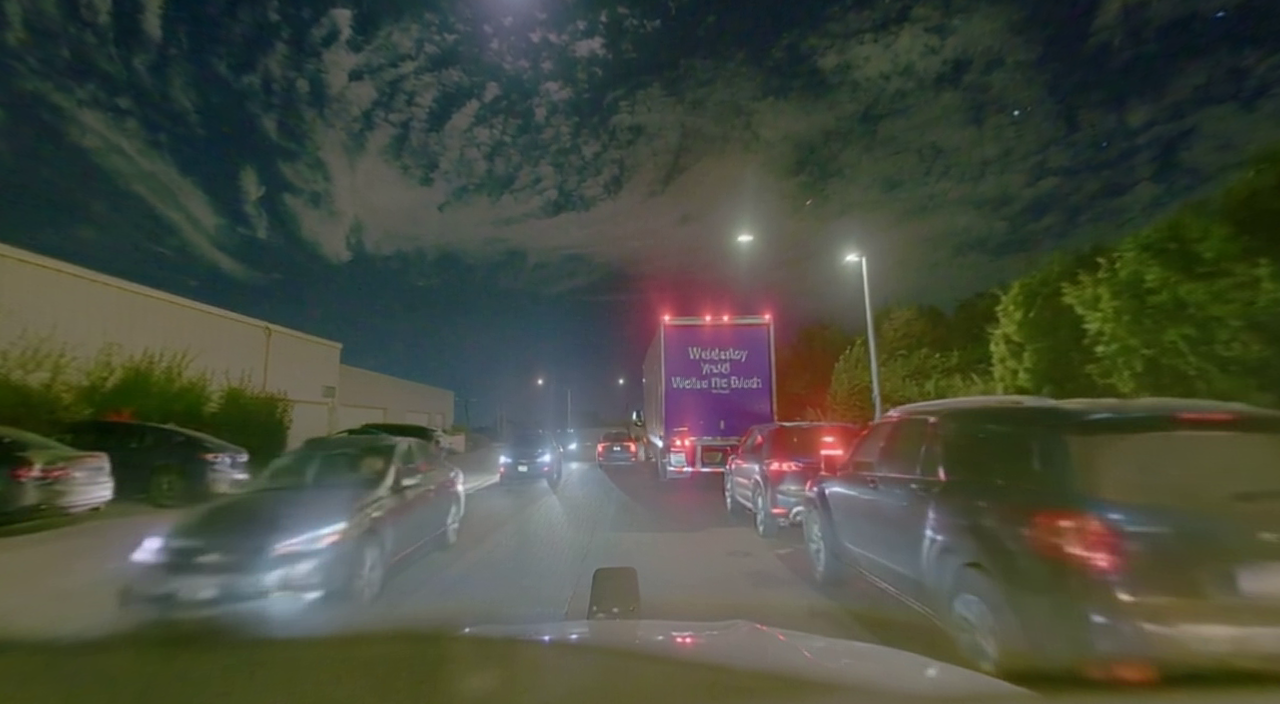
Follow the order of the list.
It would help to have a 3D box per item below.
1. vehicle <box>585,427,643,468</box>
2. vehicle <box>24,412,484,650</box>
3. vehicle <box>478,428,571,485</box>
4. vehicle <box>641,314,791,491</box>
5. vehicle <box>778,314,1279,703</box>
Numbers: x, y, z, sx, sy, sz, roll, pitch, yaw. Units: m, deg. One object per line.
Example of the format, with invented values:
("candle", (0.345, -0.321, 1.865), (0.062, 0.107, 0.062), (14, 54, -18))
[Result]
("vehicle", (-0.972, 3.818, 25.306), (2.160, 1.498, 3.909), (0, -8, 0))
("vehicle", (-2.942, 1.408, 6.064), (1.989, 1.481, 4.008), (0, -8, -2))
("vehicle", (-3.331, 3.097, 19.070), (2.033, 1.508, 4.298), (0, -8, -1))
("vehicle", (1.760, 2.124, 21.888), (2.865, 4.113, 14.471), (0, -8, -2))
("vehicle", (2.398, 0.999, 4.049), (1.875, 1.674, 4.231), (0, -8, -3))
